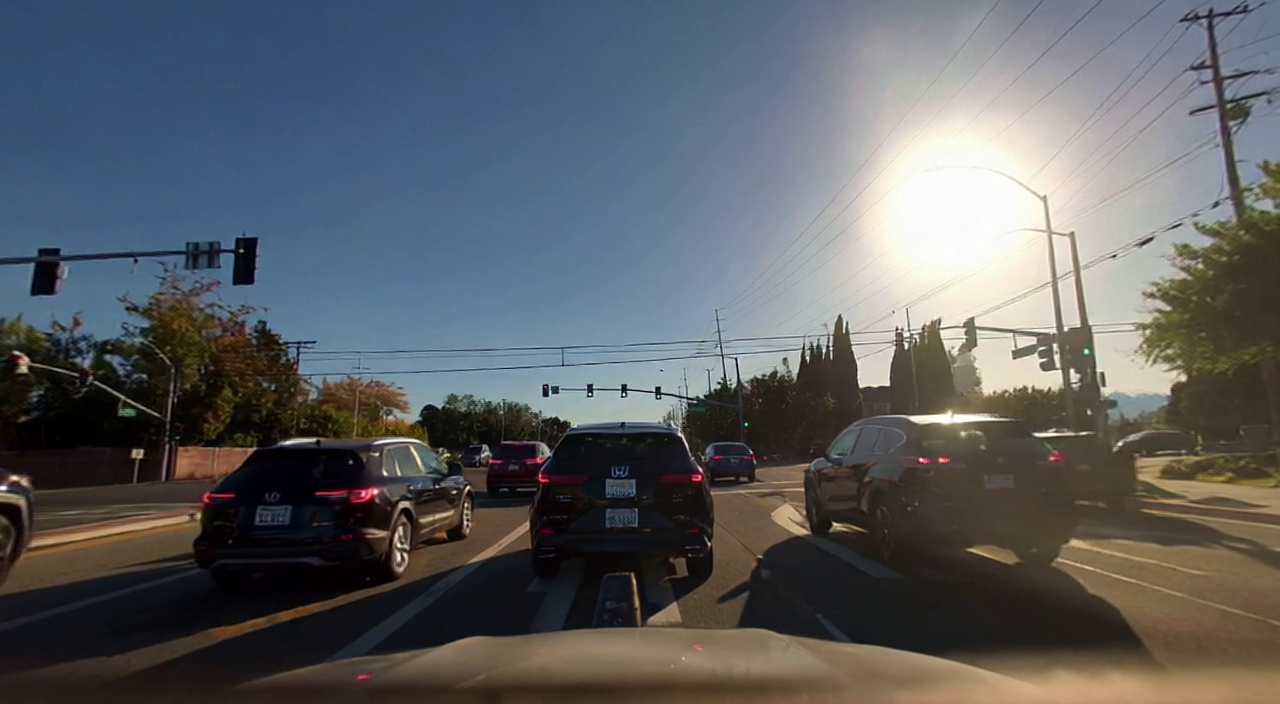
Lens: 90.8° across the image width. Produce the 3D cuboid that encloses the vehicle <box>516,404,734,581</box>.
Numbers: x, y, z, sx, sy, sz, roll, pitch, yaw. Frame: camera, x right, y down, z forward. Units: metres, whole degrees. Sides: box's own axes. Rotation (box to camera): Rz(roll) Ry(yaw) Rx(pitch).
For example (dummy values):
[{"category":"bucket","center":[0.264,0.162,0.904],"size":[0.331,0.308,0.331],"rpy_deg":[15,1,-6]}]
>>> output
[{"category":"vehicle","center":[-0.119,1.675,8.262],"size":[2.111,1.712,4.078],"rpy_deg":[0,-9,1]}]

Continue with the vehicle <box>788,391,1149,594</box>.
[{"category":"vehicle","center":[3.475,1.597,7.978],"size":[1.999,1.789,4.583],"rpy_deg":[0,-9,-1]}]

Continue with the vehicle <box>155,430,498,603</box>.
[{"category":"vehicle","center":[-3.198,1.752,7.717],"size":[1.881,1.466,4.484],"rpy_deg":[0,-9,0]}]
